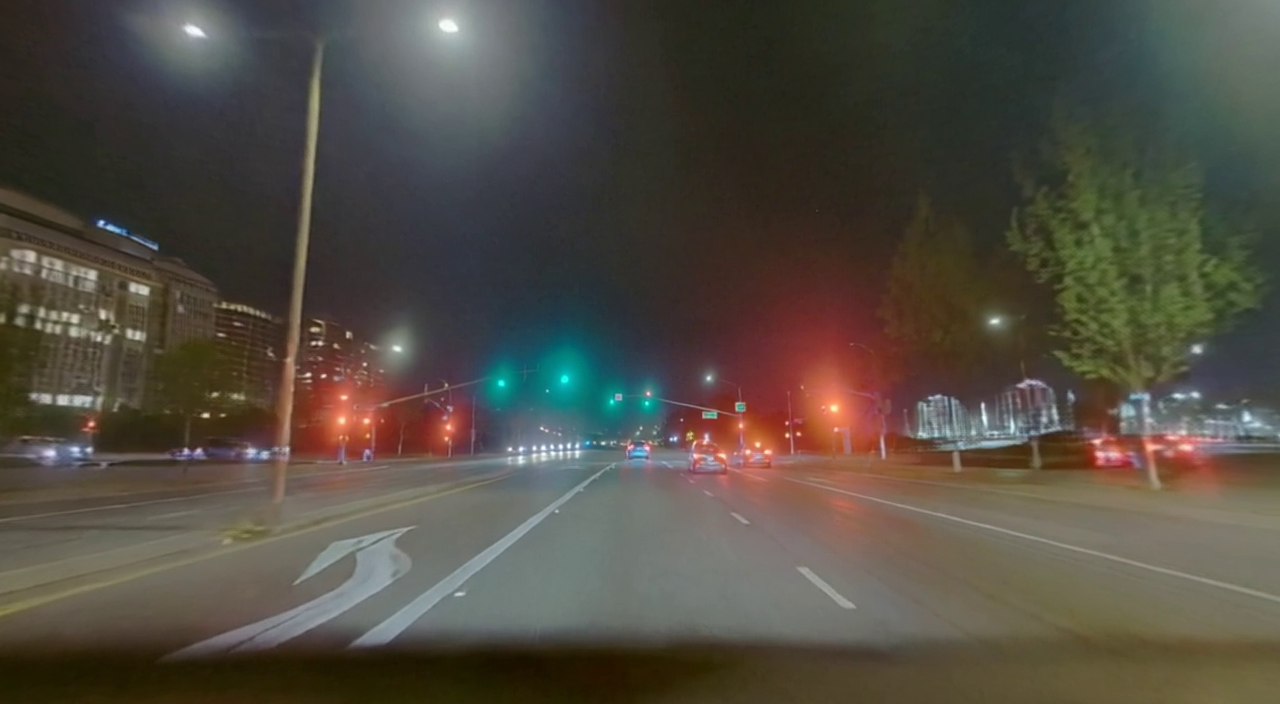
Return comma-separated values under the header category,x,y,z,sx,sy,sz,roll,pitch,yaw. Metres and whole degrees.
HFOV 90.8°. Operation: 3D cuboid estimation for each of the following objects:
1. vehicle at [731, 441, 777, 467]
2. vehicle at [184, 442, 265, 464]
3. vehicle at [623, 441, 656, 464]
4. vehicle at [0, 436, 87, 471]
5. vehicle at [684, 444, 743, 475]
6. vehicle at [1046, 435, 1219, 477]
category,x,y,z,sx,sy,sz,roll,pitch,yaw
vehicle,6.922,6.244,38.770,1.861,1.473,4.393,0,-8,-1
vehicle,-29.890,7.302,45.536,4.469,1.501,1.990,-1,-10,5
vehicle,-0.036,6.757,42.606,2.143,1.480,4.006,0,-8,0
vehicle,-33.735,5.524,34.527,2.202,1.774,5.174,0,-9,1
vehicle,3.307,4.922,29.235,2.080,1.321,4.382,0,-8,-2
vehicle,23.771,5.055,30.733,6.313,1.772,2.263,-9,-11,43
